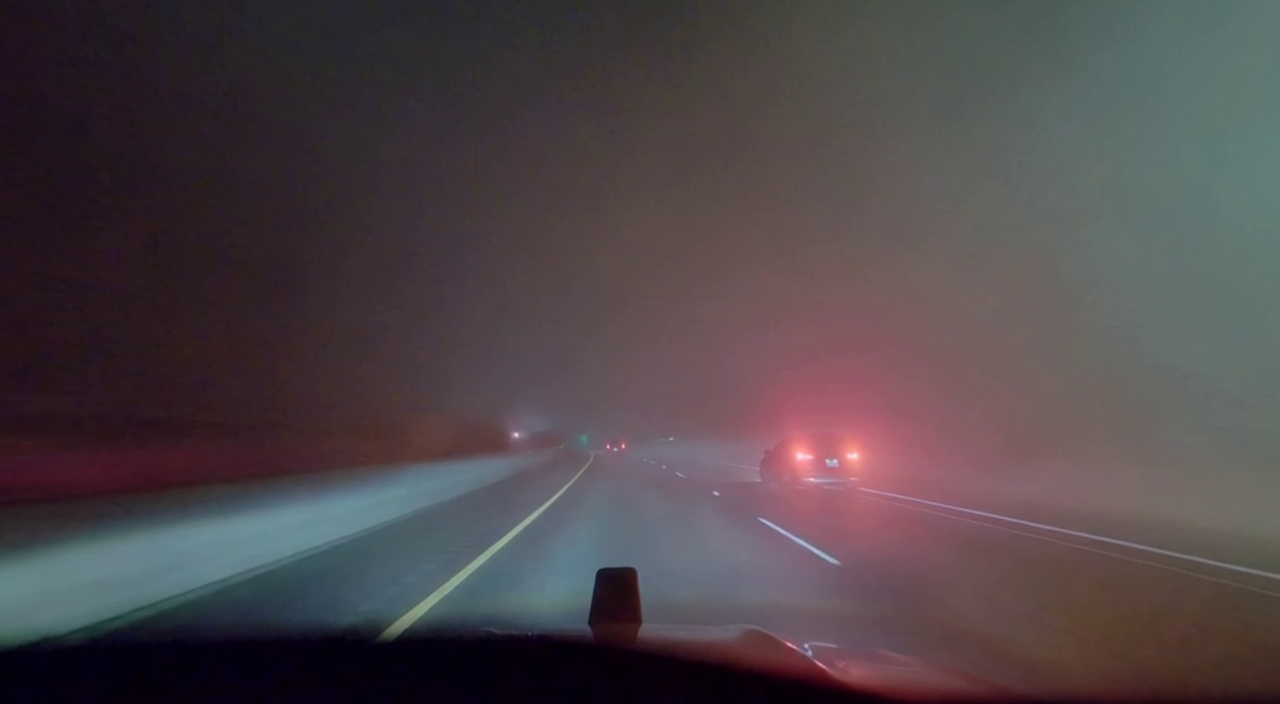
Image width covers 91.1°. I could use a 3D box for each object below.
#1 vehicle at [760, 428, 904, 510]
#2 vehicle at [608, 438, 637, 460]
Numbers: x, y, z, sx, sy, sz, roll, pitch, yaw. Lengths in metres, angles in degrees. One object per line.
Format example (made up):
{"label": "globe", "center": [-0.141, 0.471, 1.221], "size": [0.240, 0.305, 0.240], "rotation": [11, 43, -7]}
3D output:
{"label": "vehicle", "center": [3.945, 2.447, 13.600], "size": [1.852, 1.513, 3.652], "rotation": [0, -8, -2]}
{"label": "vehicle", "center": [-1.286, 6.960, 45.262], "size": [1.998, 1.512, 3.735], "rotation": [0, -8, -3]}
